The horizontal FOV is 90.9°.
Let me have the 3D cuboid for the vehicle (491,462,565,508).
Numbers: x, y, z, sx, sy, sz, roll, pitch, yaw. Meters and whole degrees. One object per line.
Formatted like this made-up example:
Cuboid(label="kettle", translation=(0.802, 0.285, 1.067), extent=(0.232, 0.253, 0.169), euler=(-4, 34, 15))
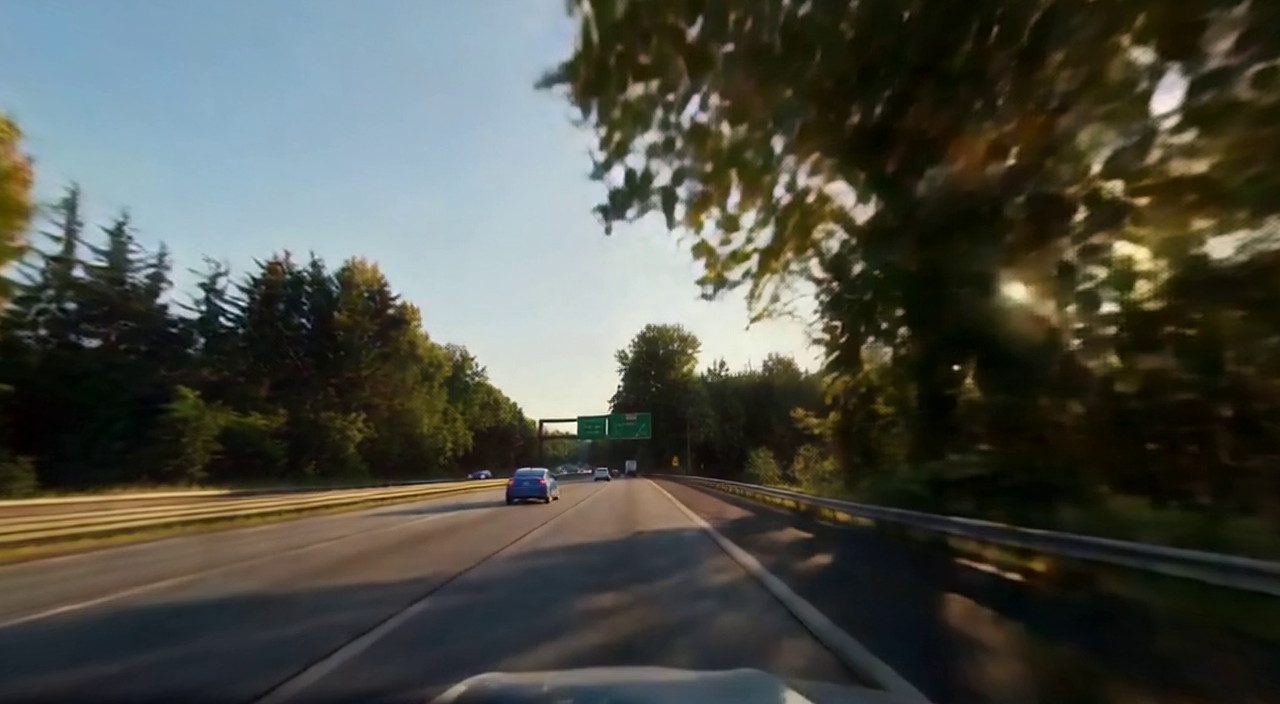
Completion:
Cuboid(label="vehicle", translation=(-4.102, 4.959, 23.724), extent=(1.954, 1.509, 4.094), euler=(1, -10, 1))
